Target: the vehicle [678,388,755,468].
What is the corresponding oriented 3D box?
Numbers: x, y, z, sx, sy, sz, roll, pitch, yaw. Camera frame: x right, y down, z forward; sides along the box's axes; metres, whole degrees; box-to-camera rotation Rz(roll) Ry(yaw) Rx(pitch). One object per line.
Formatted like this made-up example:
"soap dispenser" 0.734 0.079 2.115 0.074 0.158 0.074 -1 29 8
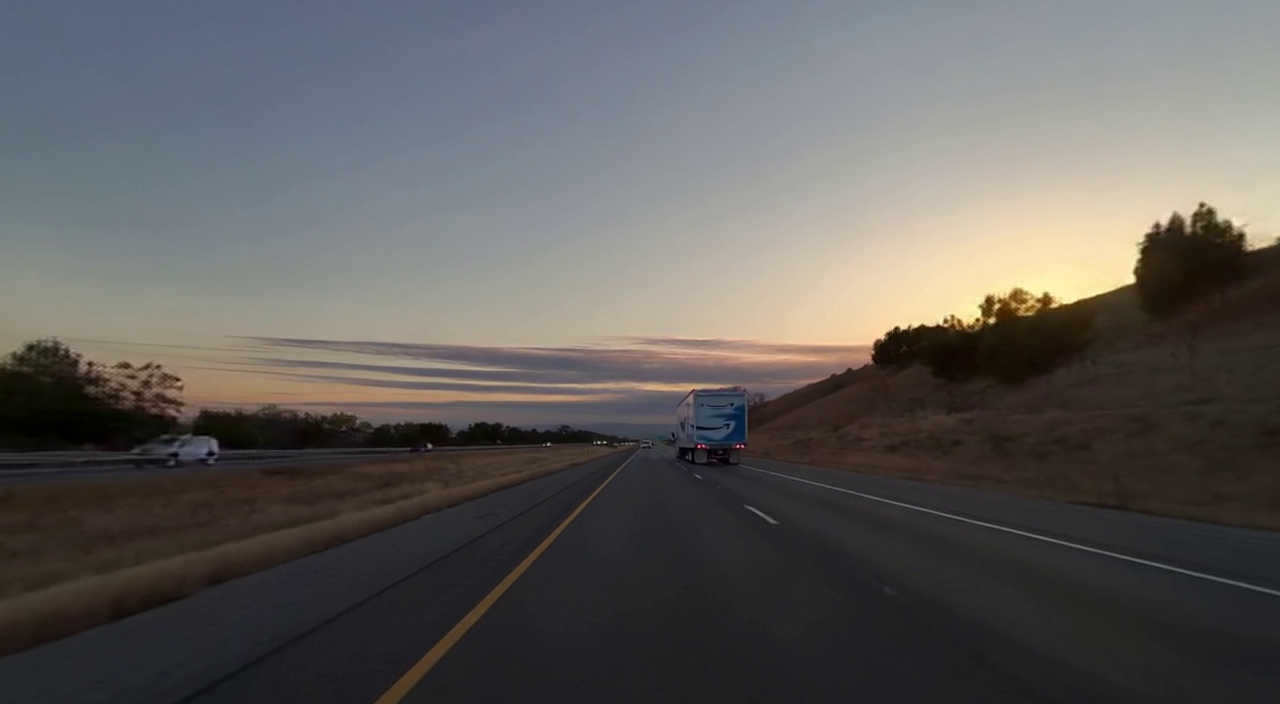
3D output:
"vehicle" 4.699 5.355 42.709 3.190 4.365 16.625 0 -8 0
